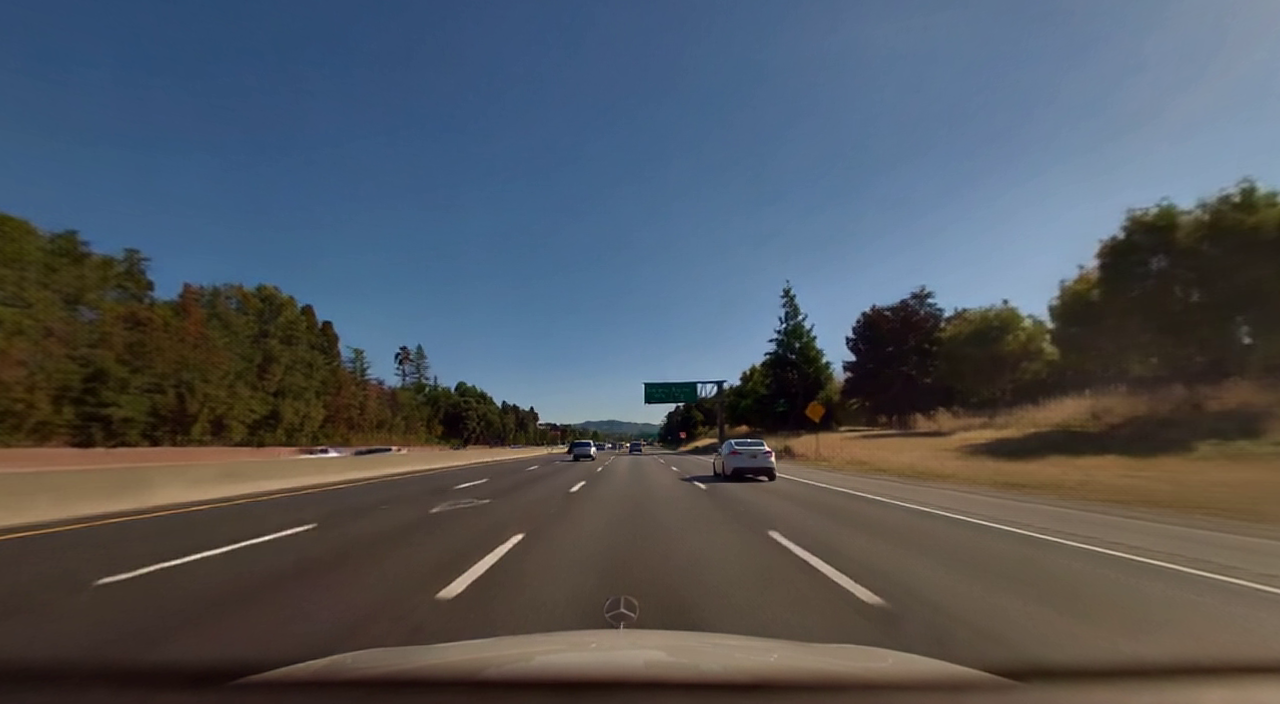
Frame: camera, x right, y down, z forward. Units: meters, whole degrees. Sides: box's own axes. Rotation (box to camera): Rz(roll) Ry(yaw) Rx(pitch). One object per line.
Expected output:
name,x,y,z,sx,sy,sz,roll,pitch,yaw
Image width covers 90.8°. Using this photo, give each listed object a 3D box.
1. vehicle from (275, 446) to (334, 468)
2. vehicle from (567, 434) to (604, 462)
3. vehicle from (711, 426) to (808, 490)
vehicle,-24.888,7.798,47.114,1.862,1.483,4.697,0,-9,-1
vehicle,-3.757,6.726,44.214,2.173,1.793,4.564,0,-9,0
vehicle,3.483,3.185,19.261,2.053,1.714,4.097,0,-9,-2
